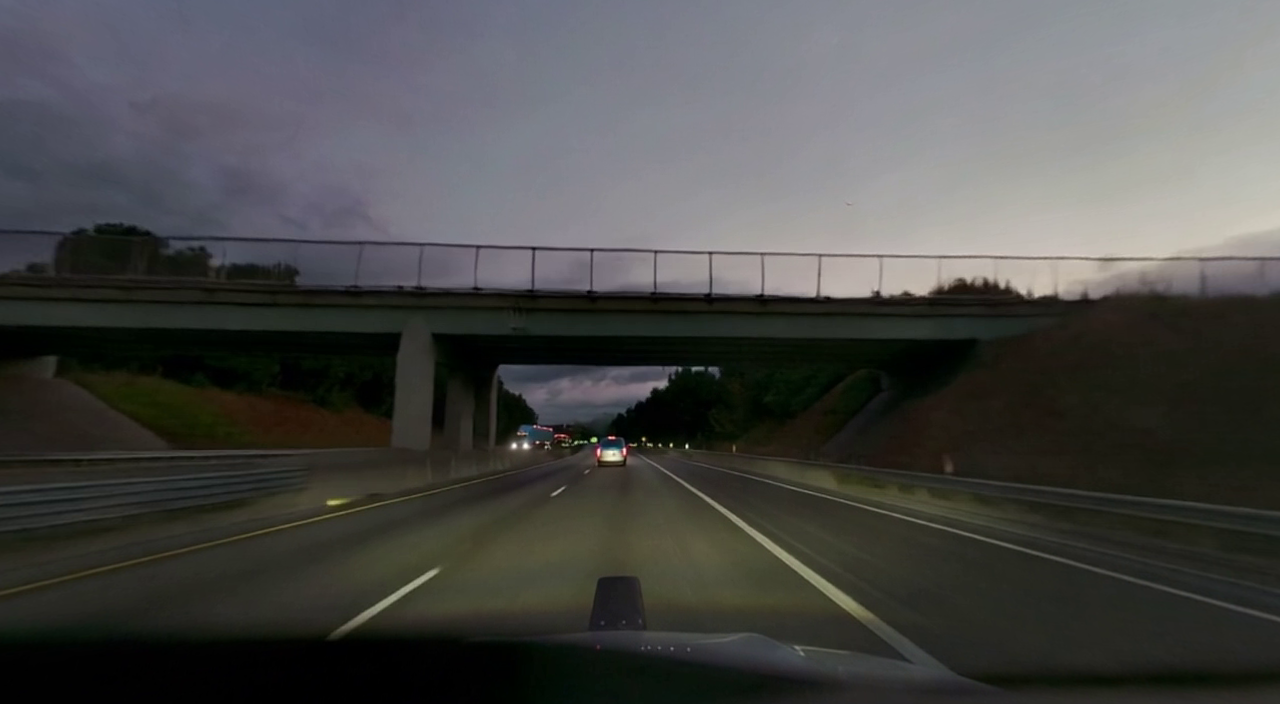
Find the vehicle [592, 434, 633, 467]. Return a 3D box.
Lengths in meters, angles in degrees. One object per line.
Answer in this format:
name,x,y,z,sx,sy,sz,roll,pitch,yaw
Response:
vehicle,-1.672,6.102,39.138,2.372,1.891,5.061,0,-8,-2
